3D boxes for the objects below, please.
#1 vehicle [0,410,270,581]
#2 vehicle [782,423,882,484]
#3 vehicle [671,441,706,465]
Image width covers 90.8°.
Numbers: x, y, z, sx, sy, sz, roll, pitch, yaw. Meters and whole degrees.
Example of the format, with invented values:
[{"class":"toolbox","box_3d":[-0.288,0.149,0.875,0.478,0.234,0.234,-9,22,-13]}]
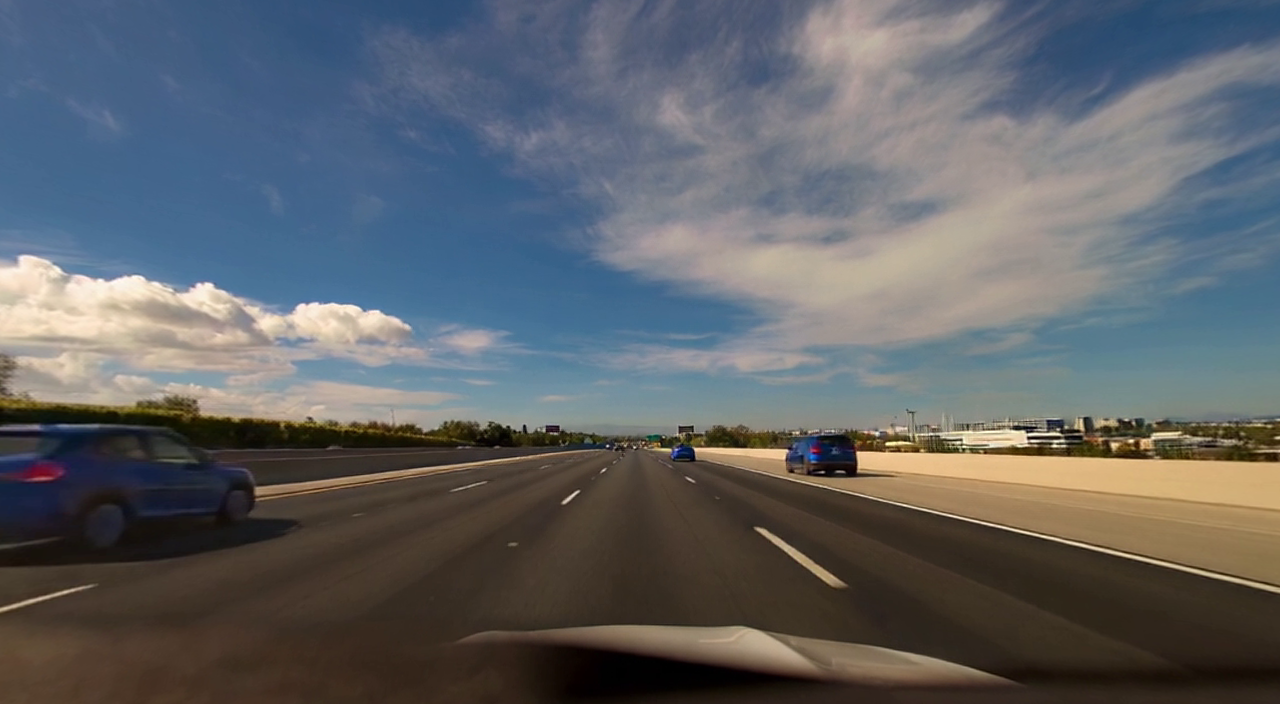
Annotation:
[{"class":"vehicle","box_3d":[-7.499,1.703,8.344,2.083,1.696,5.464,1,-8,-2]},{"class":"vehicle","box_3d":[6.773,3.632,22.881,2.065,1.953,4.605,0,-8,-1]},{"class":"vehicle","box_3d":[3.281,6.944,43.512,2.000,1.533,3.770,0,-8,-2]}]
